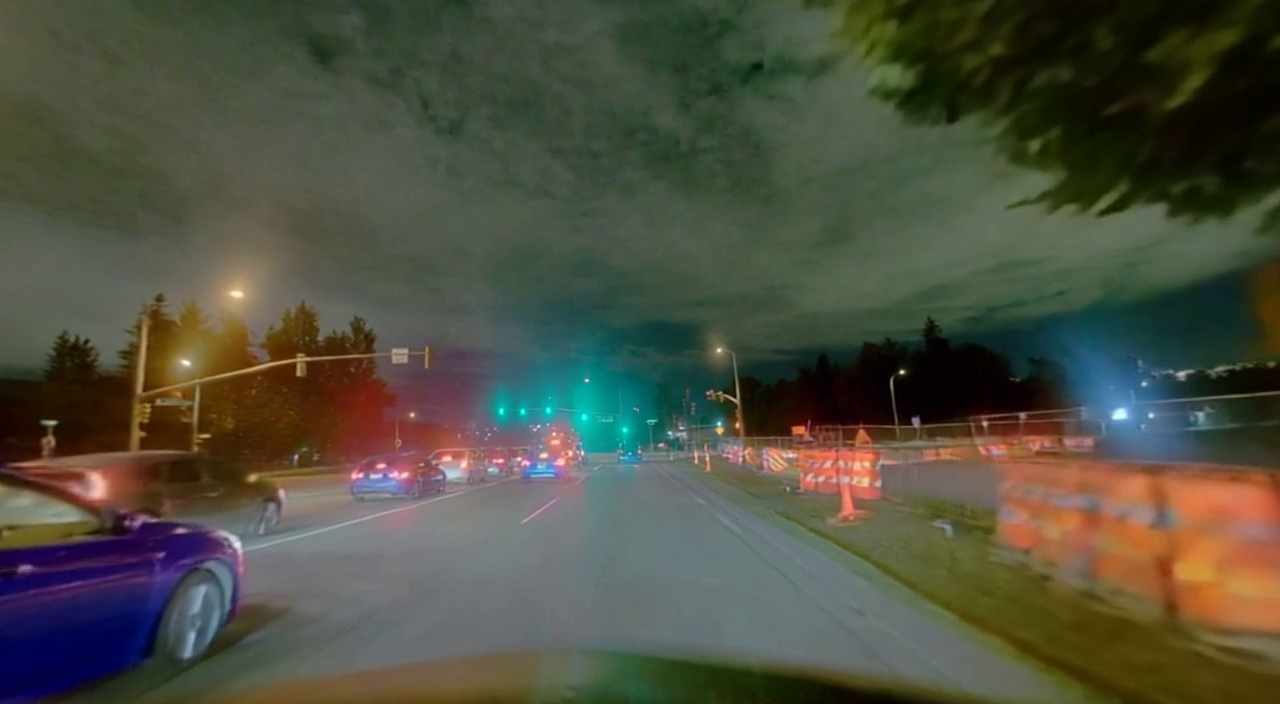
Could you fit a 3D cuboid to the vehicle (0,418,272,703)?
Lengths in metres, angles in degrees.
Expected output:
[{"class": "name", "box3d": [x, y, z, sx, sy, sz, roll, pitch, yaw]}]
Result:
[{"class": "vehicle", "box3d": [-3.864, 1.035, 2.512, 2.026, 1.497, 4.577, -2, -9, 1]}]

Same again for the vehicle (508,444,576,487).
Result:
[{"class": "vehicle", "box3d": [-3.660, 4.315, 24.352, 2.042, 1.441, 4.172, -1, -9, -1]}]

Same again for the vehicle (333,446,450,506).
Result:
[{"class": "vehicle", "box3d": [-7.364, 3.680, 19.231, 1.900, 1.507, 4.285, -3, -9, -1]}]

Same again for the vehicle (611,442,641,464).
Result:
[{"class": "vehicle", "box3d": [-1.026, 7.566, 47.335, 2.183, 1.506, 4.286, 0, -9, -1]}]
